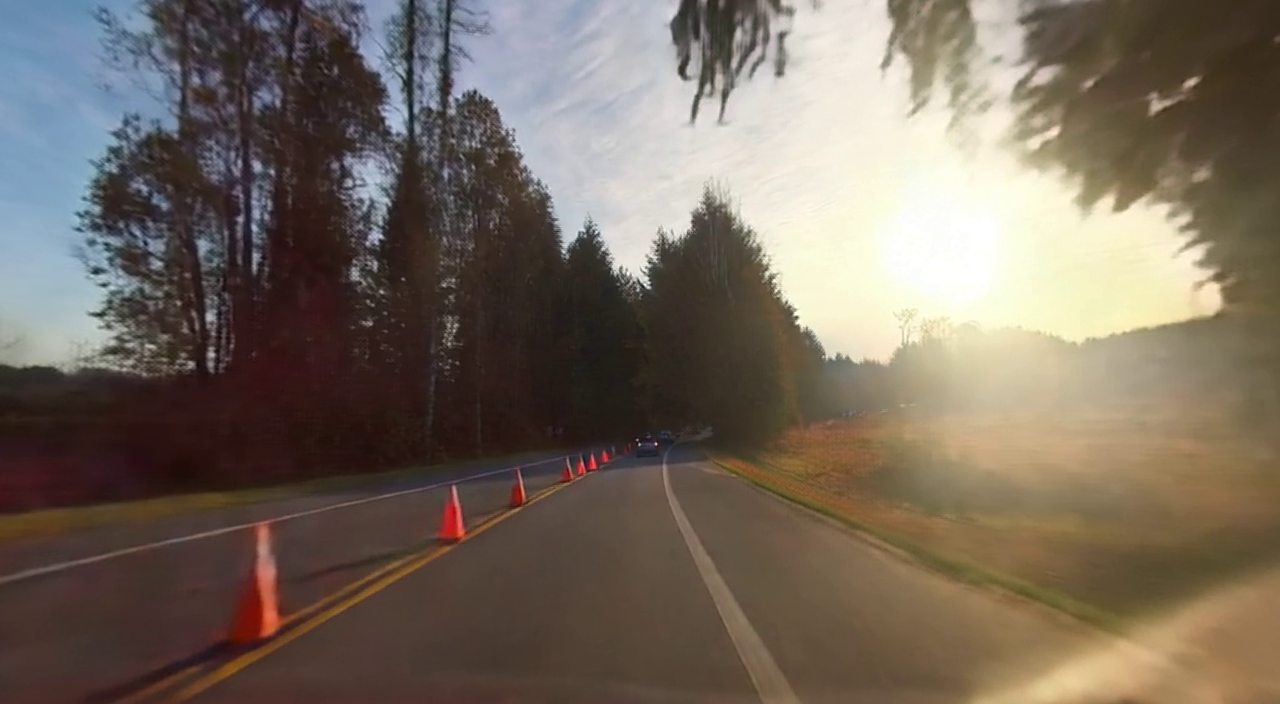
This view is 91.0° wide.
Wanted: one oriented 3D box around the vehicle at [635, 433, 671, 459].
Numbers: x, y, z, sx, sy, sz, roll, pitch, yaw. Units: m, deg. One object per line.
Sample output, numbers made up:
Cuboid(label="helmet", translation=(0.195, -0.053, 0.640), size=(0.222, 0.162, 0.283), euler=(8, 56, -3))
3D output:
Cuboid(label="vehicle", translation=(0.861, 5.775, 38.730), size=(2.042, 1.489, 3.963), euler=(-1, -9, 3))
